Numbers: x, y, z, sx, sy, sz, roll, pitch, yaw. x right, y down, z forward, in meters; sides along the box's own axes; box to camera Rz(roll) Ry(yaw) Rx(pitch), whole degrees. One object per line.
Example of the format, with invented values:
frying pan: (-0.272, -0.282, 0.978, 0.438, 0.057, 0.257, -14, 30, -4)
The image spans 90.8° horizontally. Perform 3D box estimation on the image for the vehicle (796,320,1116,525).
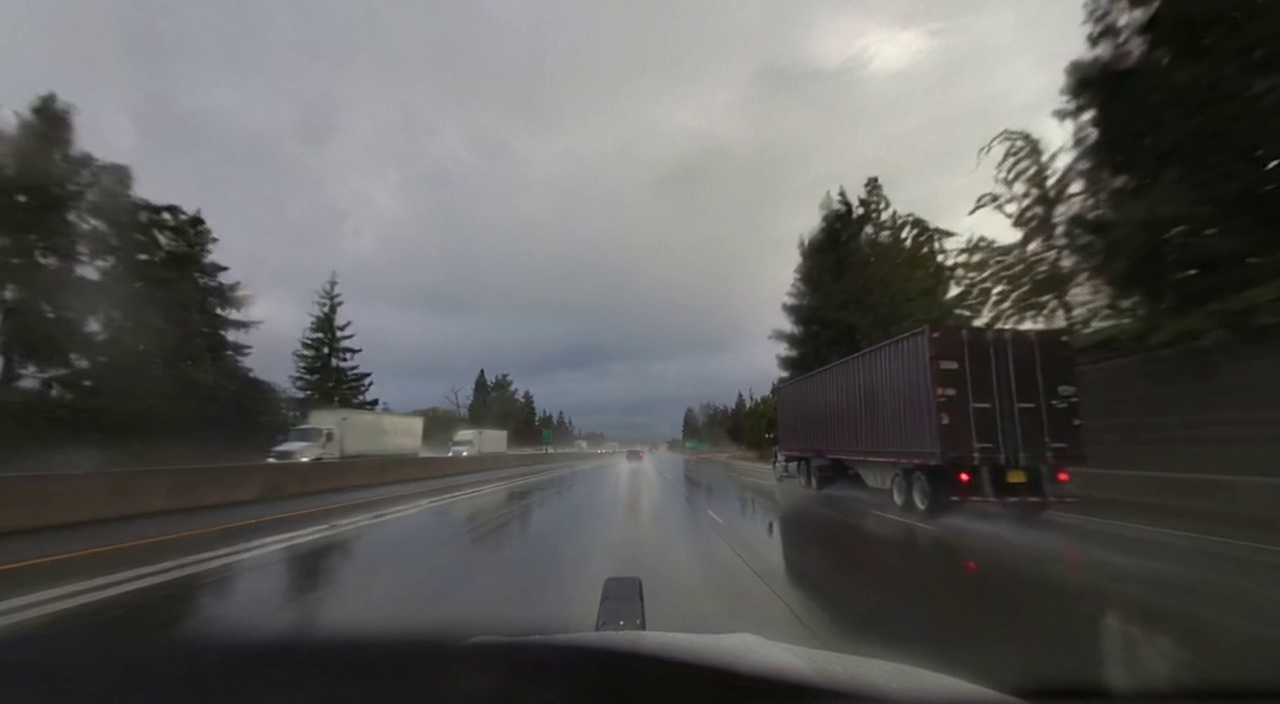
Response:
vehicle: (6.935, 2.013, 16.566, 2.821, 3.681, 10.415, 0, -9, -1)

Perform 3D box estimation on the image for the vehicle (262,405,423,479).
vehicle: (-19.354, 6.219, 43.315, 2.946, 4.056, 16.865, 0, -9, 0)
